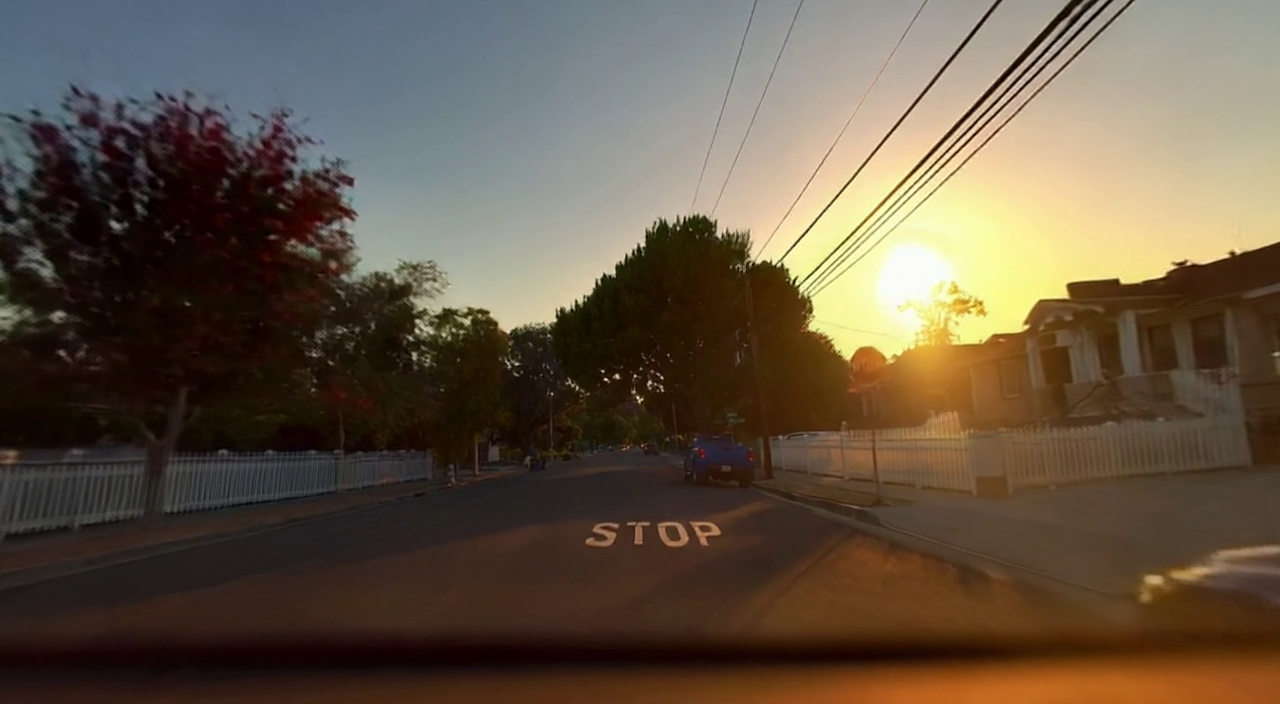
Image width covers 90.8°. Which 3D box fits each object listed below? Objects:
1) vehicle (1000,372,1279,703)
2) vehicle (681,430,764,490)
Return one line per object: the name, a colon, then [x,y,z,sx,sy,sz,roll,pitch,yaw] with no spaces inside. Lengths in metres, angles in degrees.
vehicle: [3.004,0.679,0.916,2.185,1.513,4.524,0,-9,-2]
vehicle: [2.693,3.671,21.810,2.126,1.795,4.751,0,-9,-1]
